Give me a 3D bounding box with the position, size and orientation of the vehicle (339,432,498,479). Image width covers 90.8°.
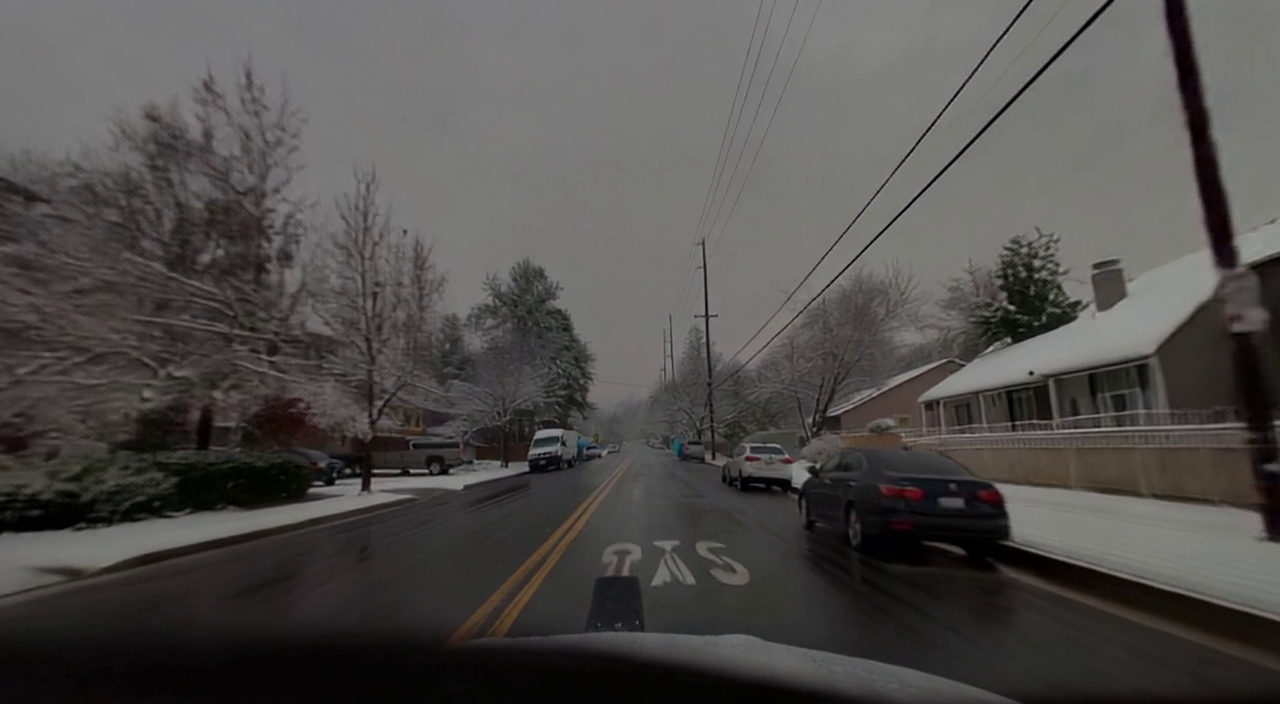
[{"bbox_3d":[-10.300,4.876,29.838,6.540,2.079,2.565,0,-9,2],"label":"vehicle"}]

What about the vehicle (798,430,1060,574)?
[{"bbox_3d":[3.592,1.903,8.825,1.903,1.500,4.057,0,-9,3],"label":"vehicle"}]

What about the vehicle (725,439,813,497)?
[{"bbox_3d":[3.843,3.528,19.683,1.970,1.530,4.899,0,-9,3],"label":"vehicle"}]

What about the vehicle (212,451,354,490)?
[{"bbox_3d":[-14.500,4.809,25.866,4.565,1.489,1.950,0,-9,-1],"label":"vehicle"}]

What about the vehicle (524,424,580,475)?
[{"bbox_3d":[-5.467,6.192,40.192,2.313,2.875,6.057,-3,-9,3],"label":"vehicle"}]

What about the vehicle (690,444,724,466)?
[{"bbox_3d":[4.873,7.593,46.630,2.016,1.544,4.645,0,-9,0],"label":"vehicle"}]
